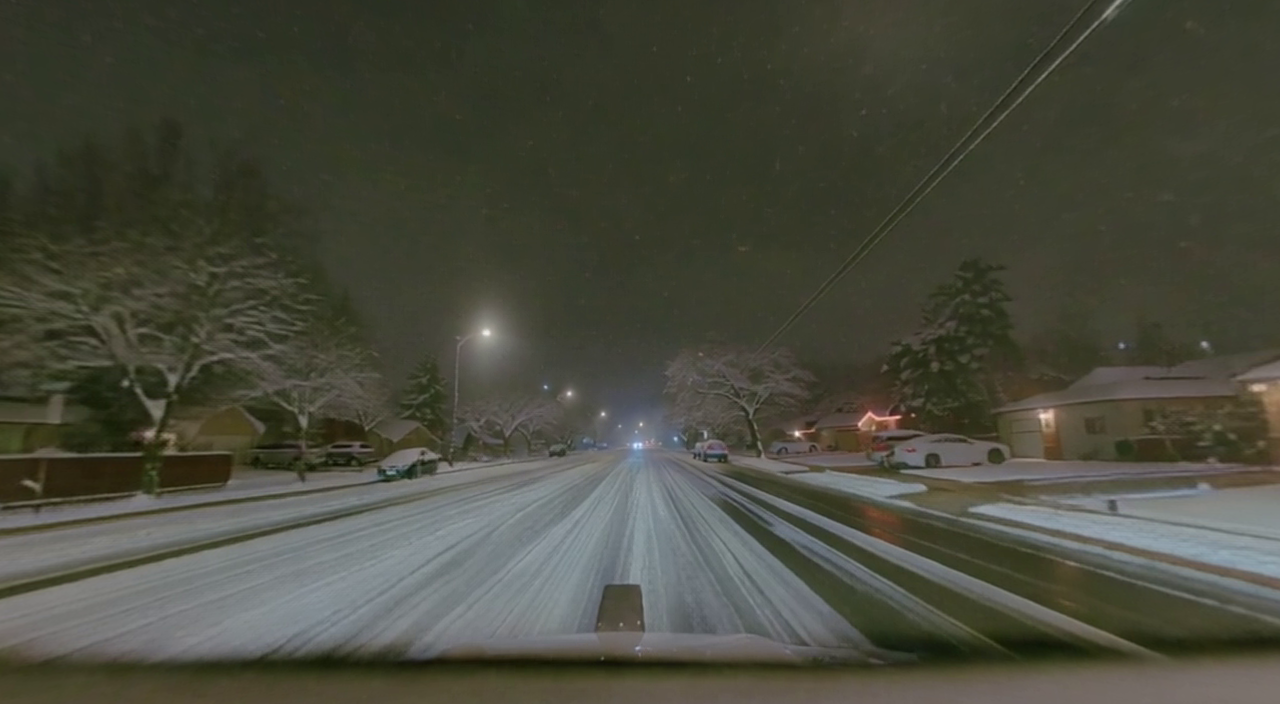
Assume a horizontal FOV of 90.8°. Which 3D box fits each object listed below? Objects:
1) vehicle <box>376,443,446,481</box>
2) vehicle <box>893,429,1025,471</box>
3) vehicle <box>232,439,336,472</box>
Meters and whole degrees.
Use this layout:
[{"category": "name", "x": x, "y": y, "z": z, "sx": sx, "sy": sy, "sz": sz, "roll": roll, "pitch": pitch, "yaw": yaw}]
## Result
[{"category": "vehicle", "x": -11.380, "y": 5.498, "z": 31.736, "sx": 2.020, "sy": 1.691, "sz": 4.308, "roll": -2, "pitch": -10, "yaw": -2}, {"category": "vehicle", "x": 14.224, "y": 4.412, "z": 28.425, "sx": 4.775, "sy": 1.524, "sz": 1.983, "roll": -4, "pitch": -9, "yaw": 3}, {"category": "vehicle", "x": -21.111, "y": 6.128, "z": 37.590, "sx": 4.830, "sy": 1.857, "sz": 2.183, "roll": -1, "pitch": -9, "yaw": 2}]
